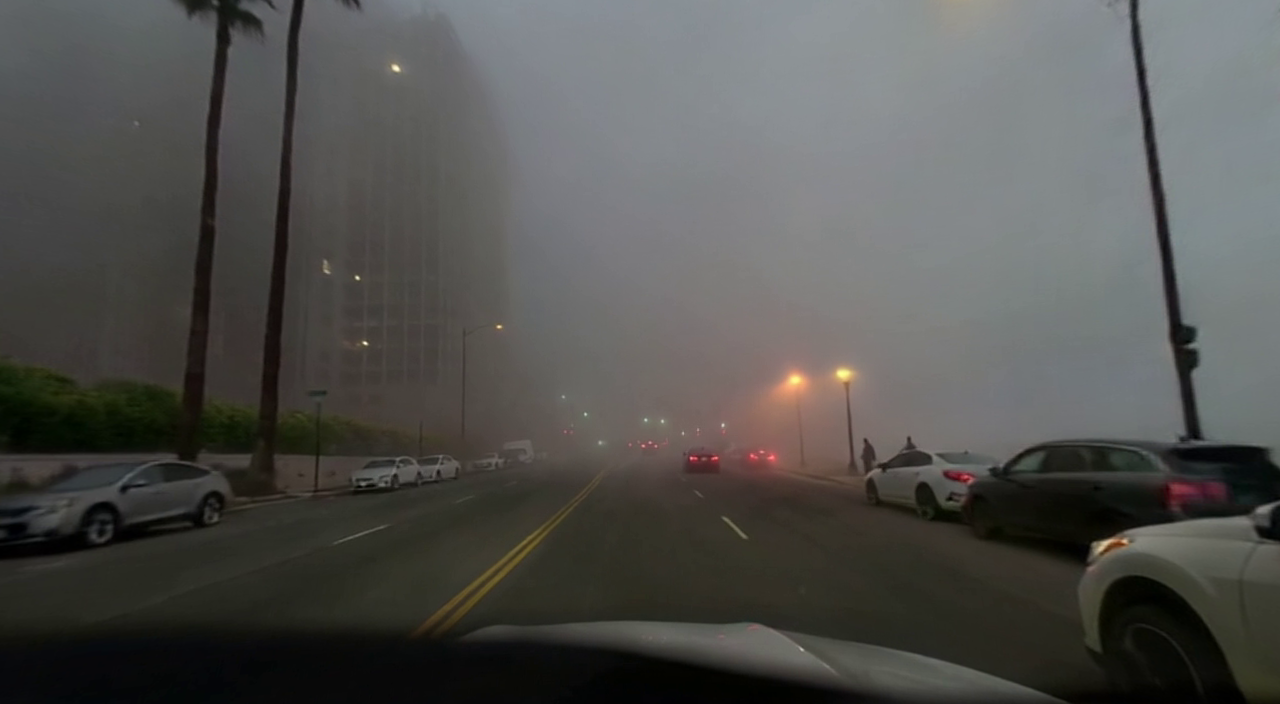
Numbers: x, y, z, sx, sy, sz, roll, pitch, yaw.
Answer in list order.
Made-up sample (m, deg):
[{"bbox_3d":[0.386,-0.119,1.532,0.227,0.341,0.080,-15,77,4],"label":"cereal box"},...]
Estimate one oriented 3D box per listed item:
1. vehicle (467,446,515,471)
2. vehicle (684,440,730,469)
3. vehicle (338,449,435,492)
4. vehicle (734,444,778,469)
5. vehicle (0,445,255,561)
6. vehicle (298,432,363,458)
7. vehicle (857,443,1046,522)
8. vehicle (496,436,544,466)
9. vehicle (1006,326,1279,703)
[{"bbox_3d":[-9.458,6.780,40.444,1.804,1.478,4.734,-1,-8,1],"label":"vehicle"},{"bbox_3d":[3.569,5.551,34.368,1.999,1.487,3.939,0,-8,-1],"label":"vehicle"},{"bbox_3d":[-9.530,4.467,24.171,1.826,1.445,4.325,-1,-8,1],"label":"vehicle"},{"bbox_3d":[6.914,6.267,38.136,1.819,1.435,4.337,0,-8,0],"label":"vehicle"},{"bbox_3d":[-9.682,2.567,11.687,1.951,1.644,4.987,0,-8,0],"label":"vehicle"},{"bbox_3d":[-19.652,5.892,40.088,3.575,1.571,1.912,-5,-9,27],"label":"vehicle"},{"bbox_3d":[6.626,2.790,14.076,2.034,1.463,4.044,0,-8,-2],"label":"vehicle"},{"bbox_3d":[-9.364,7.902,49.838,2.294,1.948,6.025,-7,-10,1],"label":"vehicle"},{"bbox_3d":[3.104,0.656,1.392,1.953,1.687,4.344,0,-8,0],"label":"vehicle"}]
